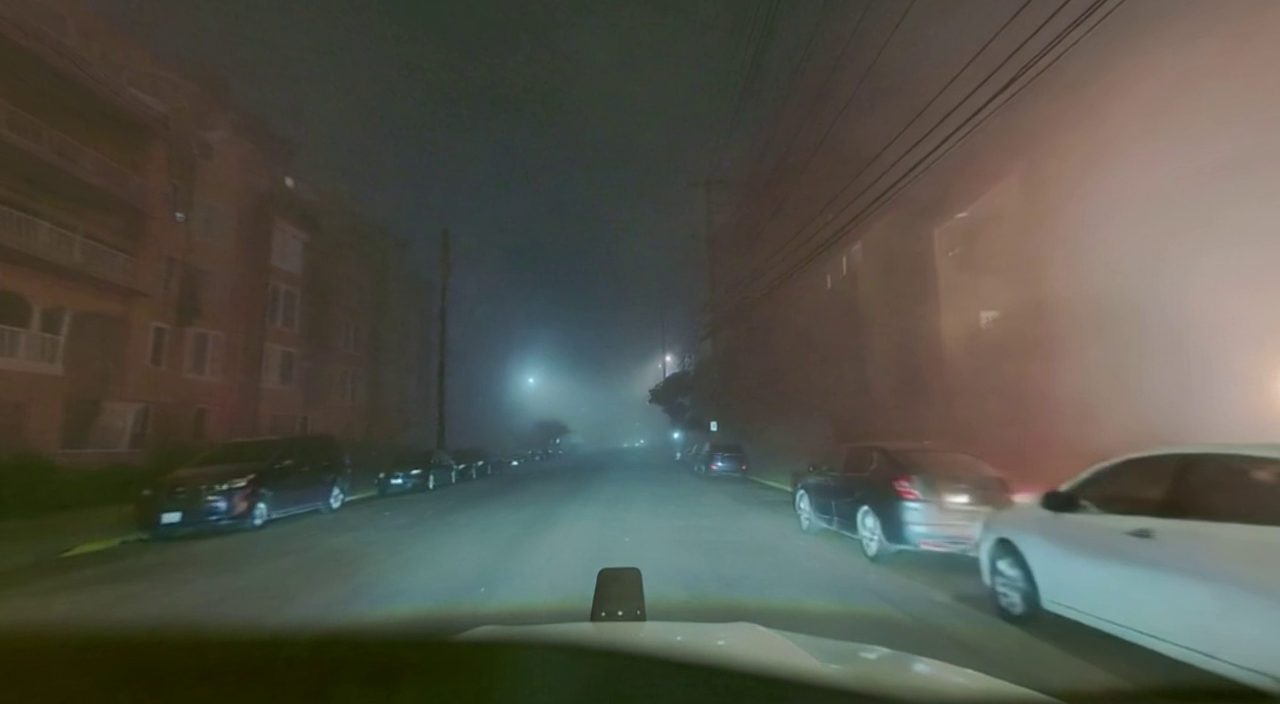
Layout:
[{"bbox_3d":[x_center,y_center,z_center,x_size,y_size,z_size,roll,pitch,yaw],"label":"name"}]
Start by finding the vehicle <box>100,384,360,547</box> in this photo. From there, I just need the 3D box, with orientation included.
[{"bbox_3d":[-7.157,2.030,11.728,1.889,2.463,4.142,0,-9,1],"label":"vehicle"}]

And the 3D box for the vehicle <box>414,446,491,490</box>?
[{"bbox_3d":[-7.759,4.841,26.602,1.917,1.618,4.825,-1,-10,-2],"label":"vehicle"}]

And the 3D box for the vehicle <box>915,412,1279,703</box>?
[{"bbox_3d":[3.804,1.226,3.888,1.943,1.563,4.752,1,-9,-2],"label":"vehicle"}]

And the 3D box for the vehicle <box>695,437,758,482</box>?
[{"bbox_3d":[3.585,4.522,26.919,2.095,1.694,4.592,-1,-8,1],"label":"vehicle"}]

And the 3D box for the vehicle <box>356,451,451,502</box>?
[{"bbox_3d":[-7.768,4.101,21.209,1.873,1.437,4.068,-1,-8,-4],"label":"vehicle"}]

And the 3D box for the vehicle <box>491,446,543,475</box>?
[{"bbox_3d":[-7.480,6.643,38.877,2.145,1.488,4.646,-2,-7,1],"label":"vehicle"}]
